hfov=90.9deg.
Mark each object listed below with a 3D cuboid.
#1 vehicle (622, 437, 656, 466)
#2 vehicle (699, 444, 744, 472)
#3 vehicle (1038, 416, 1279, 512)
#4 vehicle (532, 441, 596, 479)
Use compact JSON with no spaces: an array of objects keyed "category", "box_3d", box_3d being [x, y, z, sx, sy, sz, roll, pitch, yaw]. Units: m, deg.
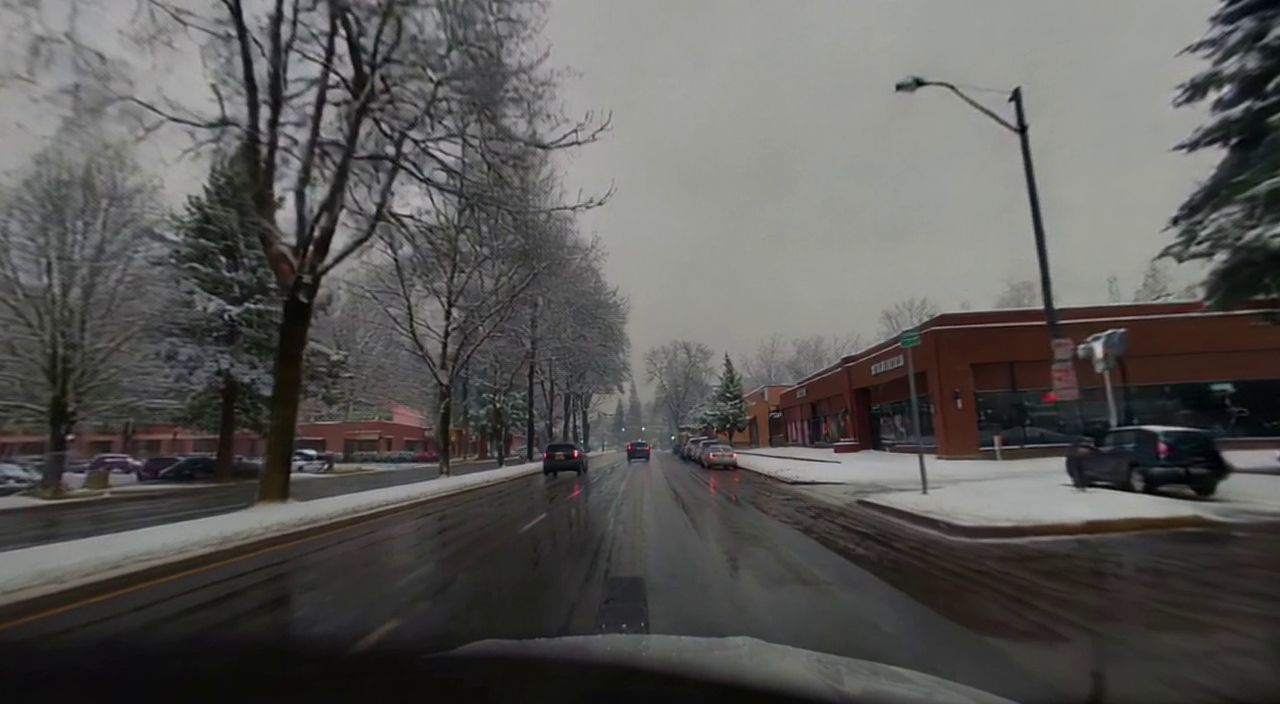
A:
[{"category":"vehicle","box_3d":[-0.084,6.492,41.138,2.075,1.770,4.018,0,-8,0]},{"category":"vehicle","box_3d":[4.494,5.887,35.346,1.896,1.451,4.329,0,-8,0]},{"category":"vehicle","box_3d":[10.134,2.081,12.159,1.998,1.494,4.411,0,-8,-1]},{"category":"vehicle","box_3d":[-3.227,4.683,27.637,2.151,1.484,4.468,0,-8,1]}]
